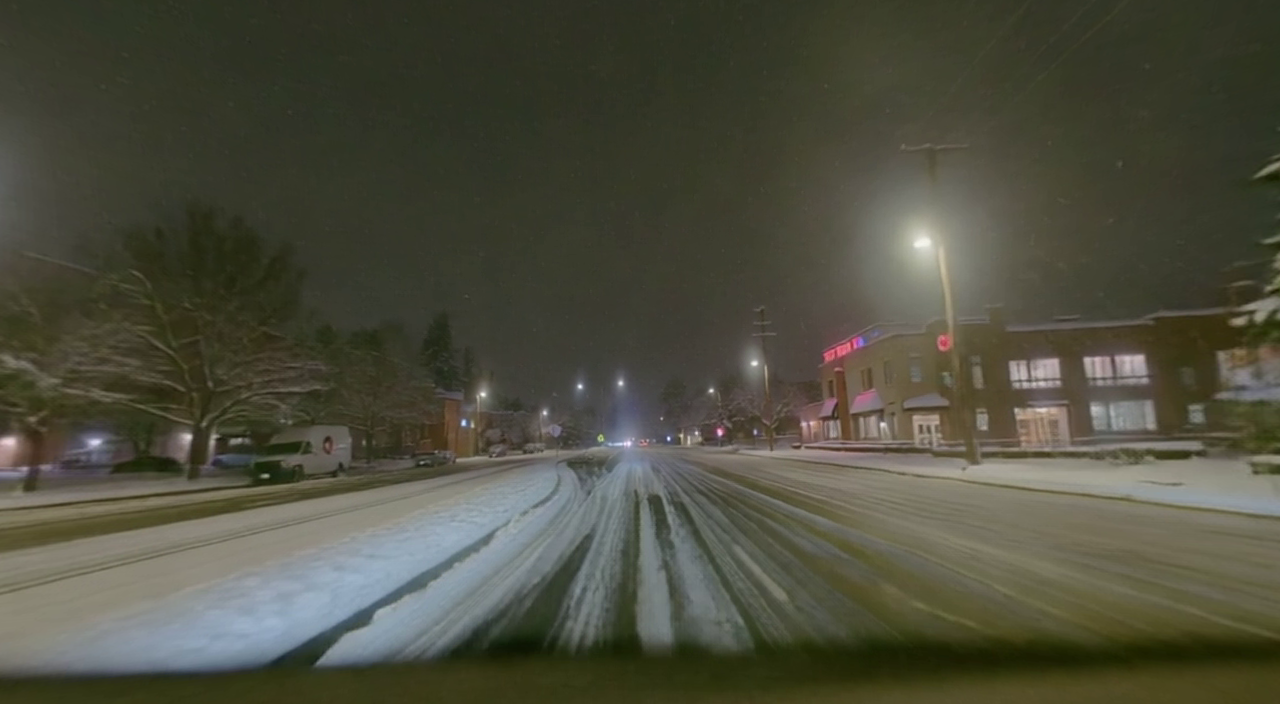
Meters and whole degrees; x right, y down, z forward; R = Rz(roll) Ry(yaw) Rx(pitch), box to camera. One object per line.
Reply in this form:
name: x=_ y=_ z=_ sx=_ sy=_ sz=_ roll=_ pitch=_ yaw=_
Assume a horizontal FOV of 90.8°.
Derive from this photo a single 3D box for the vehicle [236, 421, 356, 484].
vehicle: x=-19.388 y=5.697 z=36.168 sx=2.834 sy=3.225 sz=6.752 roll=-1 pitch=-9 yaw=2
